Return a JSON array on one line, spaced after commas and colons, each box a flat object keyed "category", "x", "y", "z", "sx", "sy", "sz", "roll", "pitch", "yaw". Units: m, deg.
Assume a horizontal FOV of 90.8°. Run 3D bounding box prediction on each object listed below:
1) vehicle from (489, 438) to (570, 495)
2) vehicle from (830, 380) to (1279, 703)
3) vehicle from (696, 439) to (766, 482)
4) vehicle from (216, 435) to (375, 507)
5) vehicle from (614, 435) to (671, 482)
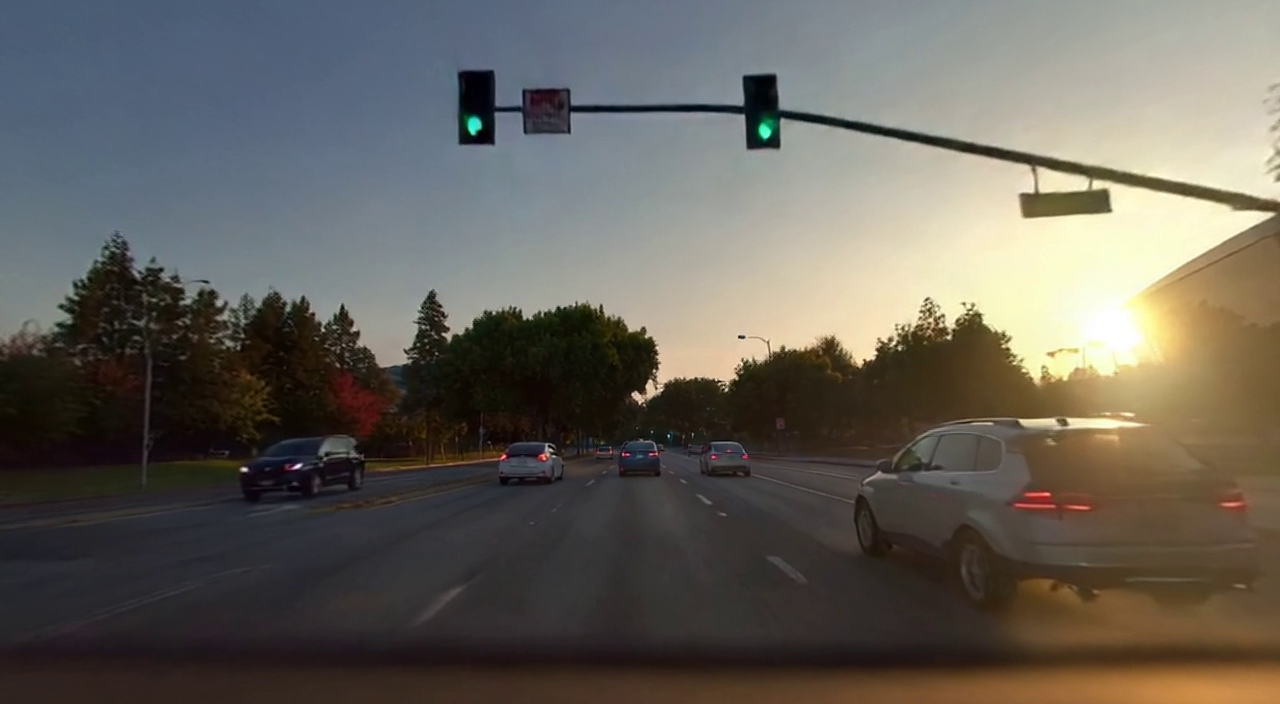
[{"category": "vehicle", "x": -3.381, "y": 3.566, "z": 20.094, "sx": 1.823, "sy": 1.602, "sz": 4.061, "roll": 0, "pitch": -8, "yaw": 0}, {"category": "vehicle", "x": 3.457, "y": 1.307, "z": 5.585, "sx": 2.069, "sy": 1.644, "sz": 4.714, "roll": 0, "pitch": -8, "yaw": 0}, {"category": "vehicle", "x": 3.481, "y": 4.251, "z": 24.989, "sx": 2.068, "sy": 1.541, "sz": 4.041, "roll": 0, "pitch": -8, "yaw": -1}, {"category": "vehicle", "x": -9.491, "y": 3.281, "z": 17.909, "sx": 2.045, "sy": 1.730, "sz": 4.375, "roll": 0, "pitch": -8, "yaw": 0}, {"category": "vehicle", "x": 0.063, "y": 4.303, "z": 25.794, "sx": 2.150, "sy": 1.725, "sz": 4.096, "roll": 0, "pitch": -8, "yaw": -1}]
